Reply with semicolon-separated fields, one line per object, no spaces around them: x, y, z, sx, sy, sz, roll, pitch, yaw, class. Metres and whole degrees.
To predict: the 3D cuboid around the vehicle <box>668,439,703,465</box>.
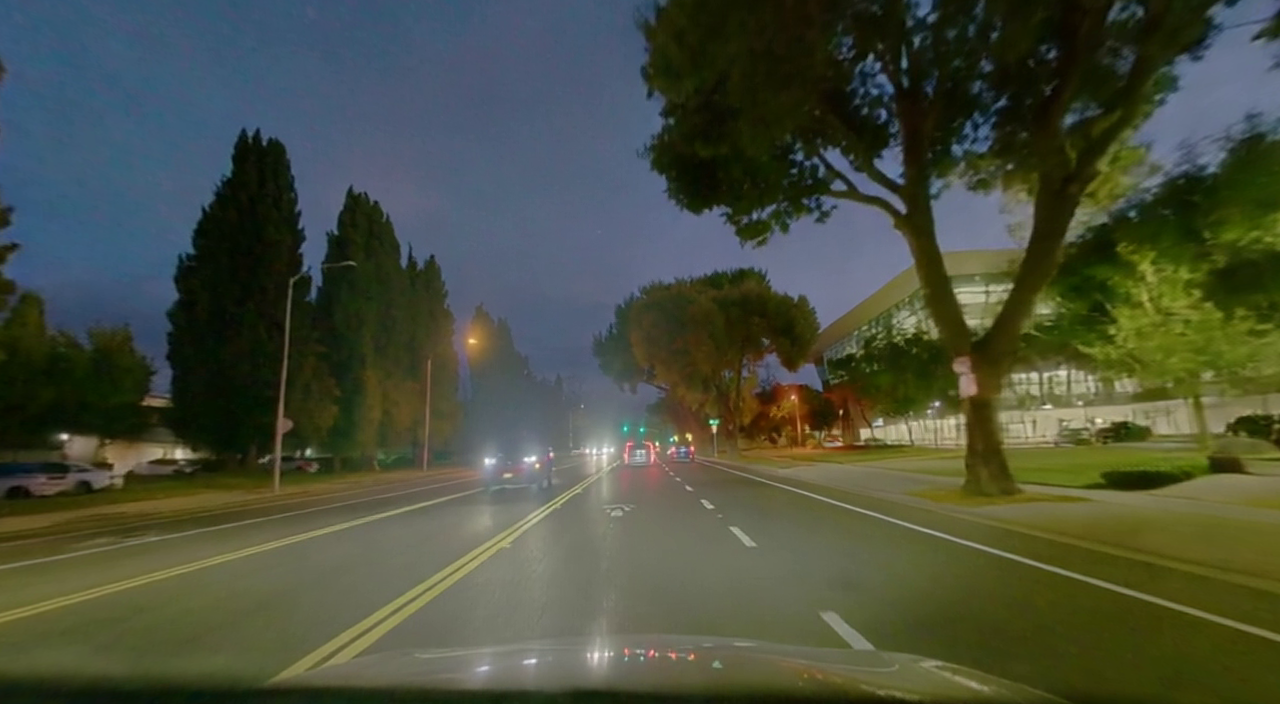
3.239;7.238;45.659;2.189;1.766;4.495;0;-8;0;vehicle

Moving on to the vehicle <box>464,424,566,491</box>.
-3.963;3.474;21.121;2.301;1.946;5.199;0;-8;1;vehicle

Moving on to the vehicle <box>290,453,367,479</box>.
-21.637;7.907;43.917;4.351;1.432;2.037;-3;-8;1;vehicle

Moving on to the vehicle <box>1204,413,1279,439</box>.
36.212;4.373;36.880;4.482;1.462;1.943;0;-8;-1;vehicle

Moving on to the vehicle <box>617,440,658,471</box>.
-0.116;5.613;34.384;2.109;1.612;3.963;0;-8;0;vehicle

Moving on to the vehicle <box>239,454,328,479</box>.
-22.058;7.082;39.113;4.243;1.478;2.035;1;-8;-5;vehicle

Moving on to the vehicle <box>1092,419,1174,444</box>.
36.906;5.988;47.290;4.343;1.714;1.983;-2;-8;2;vehicle
